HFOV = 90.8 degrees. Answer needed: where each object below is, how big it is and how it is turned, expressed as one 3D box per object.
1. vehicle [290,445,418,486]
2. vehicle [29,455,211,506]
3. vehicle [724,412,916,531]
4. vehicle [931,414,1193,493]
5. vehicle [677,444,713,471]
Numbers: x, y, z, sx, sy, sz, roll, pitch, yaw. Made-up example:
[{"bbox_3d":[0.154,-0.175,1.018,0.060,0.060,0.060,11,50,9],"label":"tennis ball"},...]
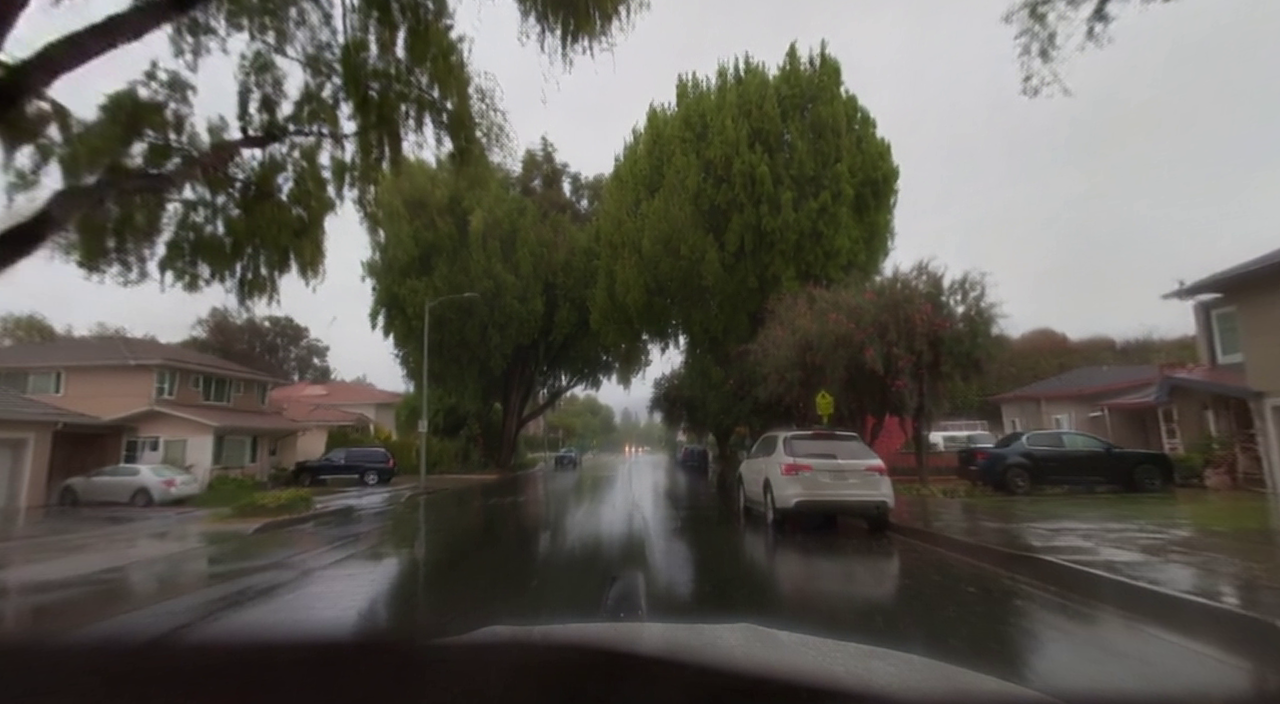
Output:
[{"bbox_3d":[-13.146,5.241,29.260,4.928,1.797,1.981,0,-8,2],"label":"vehicle"},{"bbox_3d":[-16.176,3.980,19.765,4.276,1.463,1.832,-1,-8,7],"label":"vehicle"},{"bbox_3d":[3.202,2.277,12.632,2.241,1.875,5.059,0,-8,-1],"label":"vehicle"},{"bbox_3d":[10.473,2.611,16.170,5.041,1.486,1.969,-7,-10,13],"label":"vehicle"},{"bbox_3d":[3.410,6.621,39.949,2.016,1.567,4.228,0,-8,2],"label":"vehicle"}]
